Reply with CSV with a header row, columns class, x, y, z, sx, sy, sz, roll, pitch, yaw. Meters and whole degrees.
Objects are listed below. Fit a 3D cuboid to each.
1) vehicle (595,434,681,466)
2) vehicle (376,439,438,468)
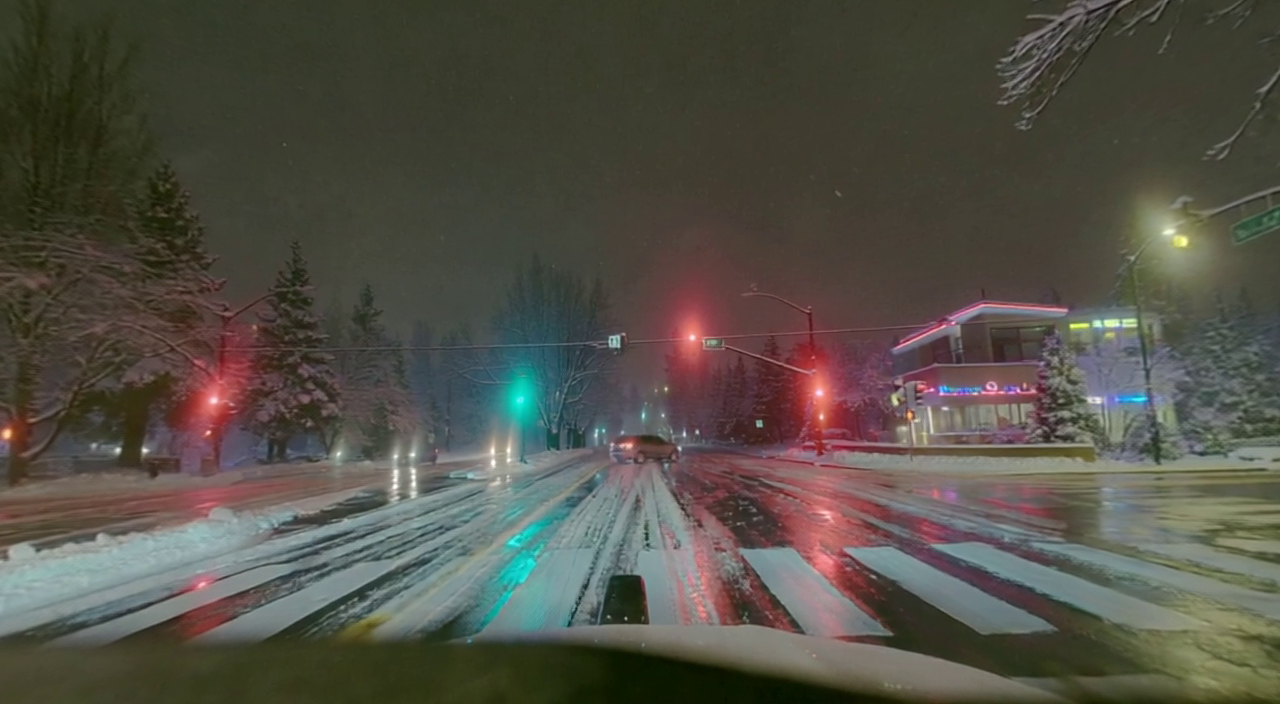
class,x,y,z,sx,sy,sz,roll,pitch,yaw
vehicle,-0.037,5.000,32.353,2.521,1.522,4.418,-5,-10,30
vehicle,-14.786,6.449,40.291,2.169,1.753,4.640,0,-8,0
